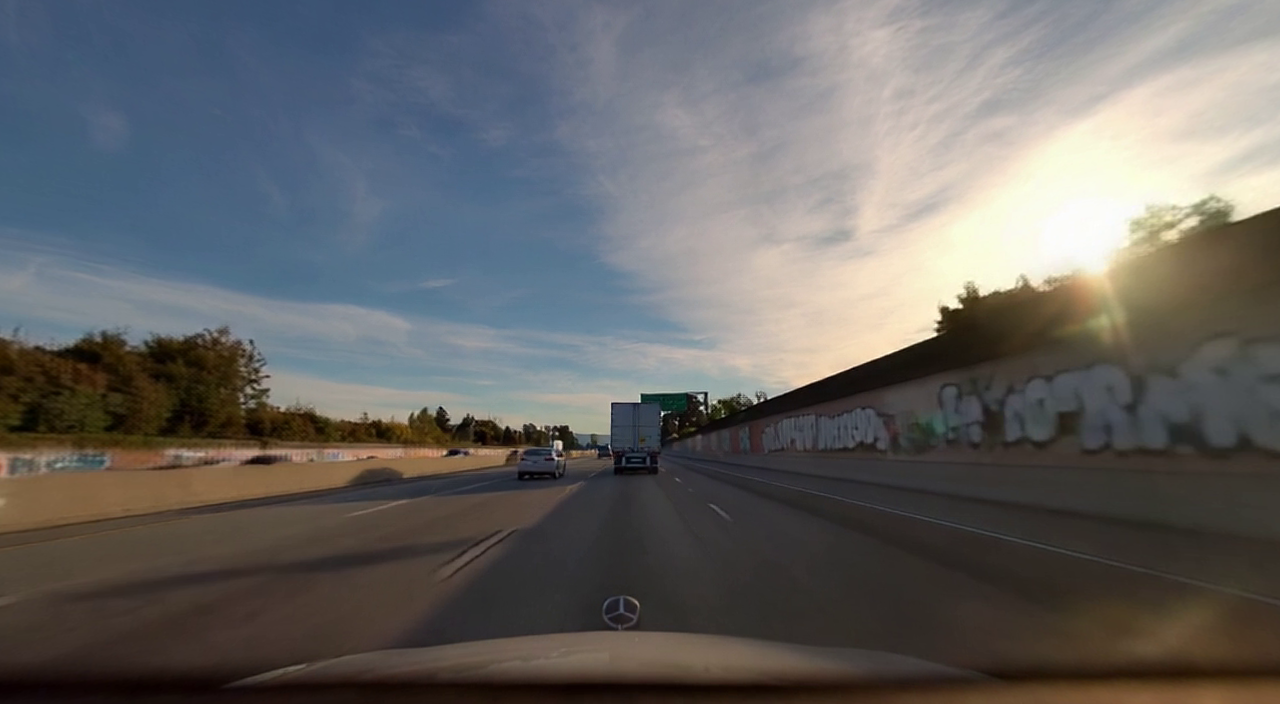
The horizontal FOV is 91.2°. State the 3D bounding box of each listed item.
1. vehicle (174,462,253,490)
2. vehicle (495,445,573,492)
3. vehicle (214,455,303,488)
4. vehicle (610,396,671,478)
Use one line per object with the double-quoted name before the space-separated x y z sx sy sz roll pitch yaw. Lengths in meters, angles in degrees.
"vehicle" -23.933 6.950 35.331 1.781 1.438 3.826 0 -9 0
"vehicle" -3.733 4.193 22.862 2.158 1.538 4.047 0 -9 0
"vehicle" -19.675 6.168 32.553 1.841 1.531 4.395 0 -9 -1
"vehicle" -0.067 5.076 36.698 3.042 4.023 10.832 0 -9 -1
